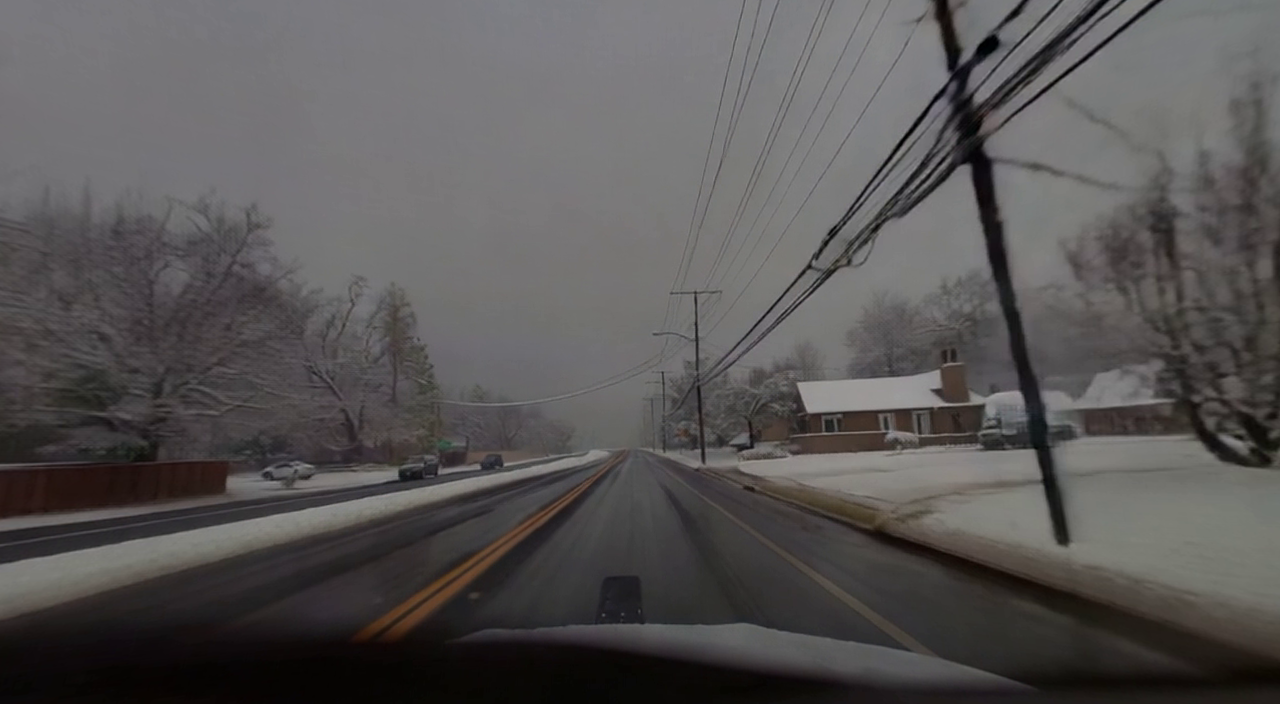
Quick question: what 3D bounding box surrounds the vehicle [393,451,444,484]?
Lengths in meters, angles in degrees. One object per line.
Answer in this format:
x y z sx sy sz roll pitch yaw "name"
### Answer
-16.052 8.359 46.029 2.071 1.883 4.915 -7 -8 -3 "vehicle"
